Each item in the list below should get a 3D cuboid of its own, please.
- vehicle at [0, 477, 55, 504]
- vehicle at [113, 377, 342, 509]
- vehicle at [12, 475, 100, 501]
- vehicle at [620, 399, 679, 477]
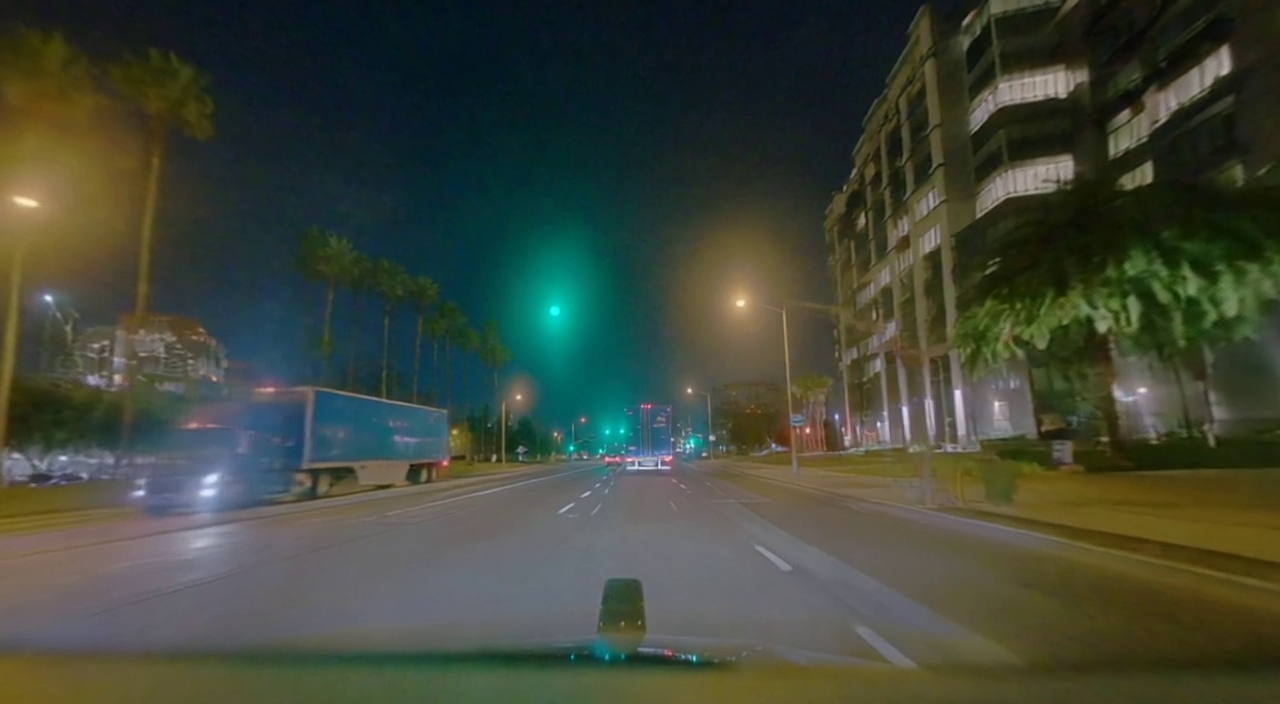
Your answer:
[{"bbox_3d":[-35.621,7.828,35.437,3.477,1.395,1.617,-1,-10,-1],"label":"vehicle"},{"bbox_3d":[-14.283,3.317,22.796,3.008,3.997,7.313,0,-9,2],"label":"vehicle"},{"bbox_3d":[-35.537,8.300,38.279,3.601,1.427,1.646,1,-9,-2],"label":"vehicle"},{"bbox_3d":[0.306,5.306,38.039,2.992,3.949,11.815,0,-9,-2],"label":"vehicle"}]
